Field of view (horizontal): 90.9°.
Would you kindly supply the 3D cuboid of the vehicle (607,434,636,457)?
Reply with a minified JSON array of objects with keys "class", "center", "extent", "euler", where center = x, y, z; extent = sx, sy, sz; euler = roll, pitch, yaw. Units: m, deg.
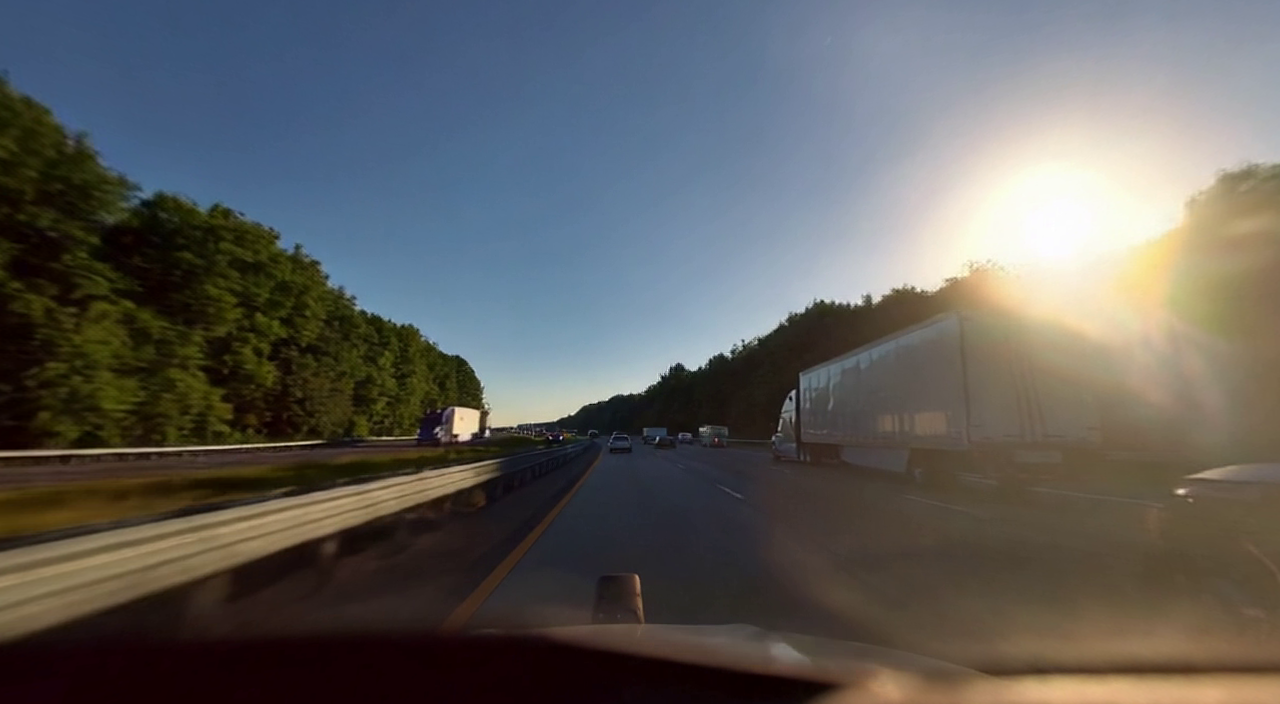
[{"class":"vehicle","center":[-1.449,7.110,48.226],"extent":[2.088,1.671,4.068],"euler":[0,-8,-2]}]

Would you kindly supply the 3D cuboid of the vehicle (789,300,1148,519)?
[{"class":"vehicle","center":[7.751,1.959,18.876],"extent":[2.888,4.093,14.227],"euler":[0,-8,-1]}]

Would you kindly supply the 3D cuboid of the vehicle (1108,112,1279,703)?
[{"class":"vehicle","center":[3.452,0.173,0.103],"extent":[2.436,2.521,5.409],"euler":[0,-8,-1]}]
